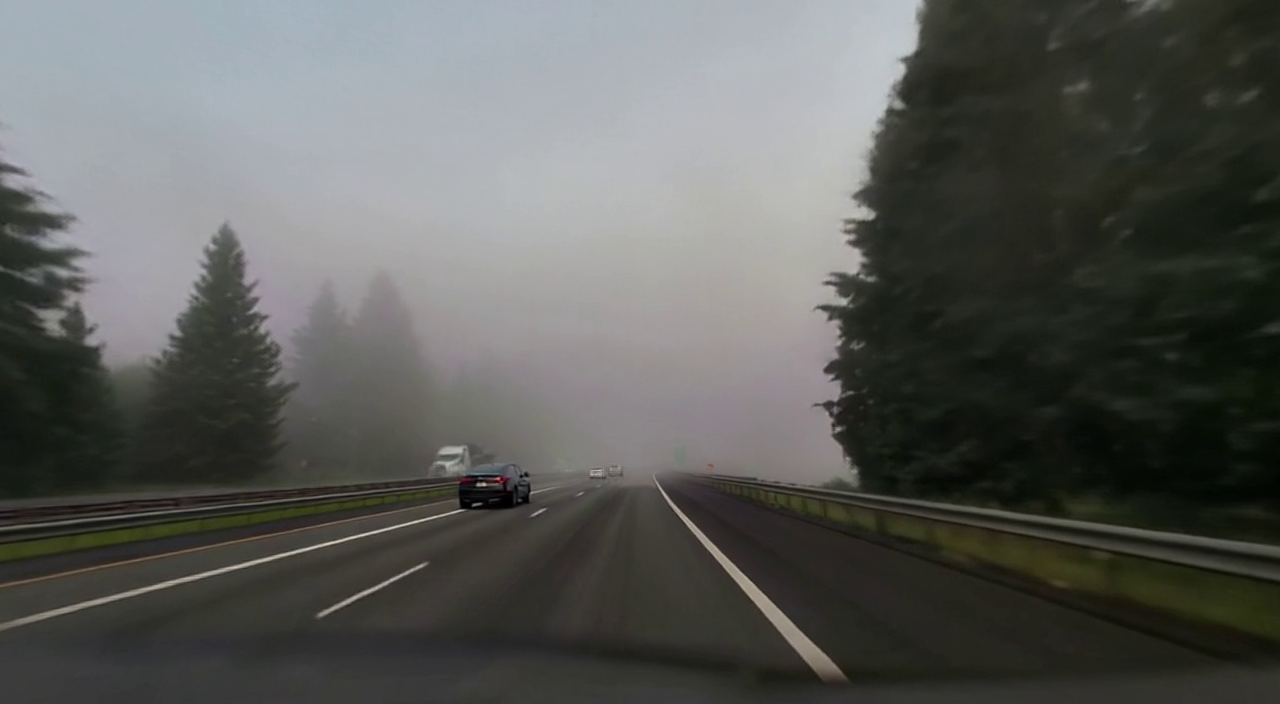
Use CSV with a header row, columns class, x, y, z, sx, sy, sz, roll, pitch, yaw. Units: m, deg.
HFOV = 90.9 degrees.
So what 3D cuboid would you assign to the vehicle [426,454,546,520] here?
class,x,y,z,sx,sy,sz,roll,pitch,yaw
vehicle,-3.936,3.568,17.007,2.043,1.486,4.442,0,-10,1
